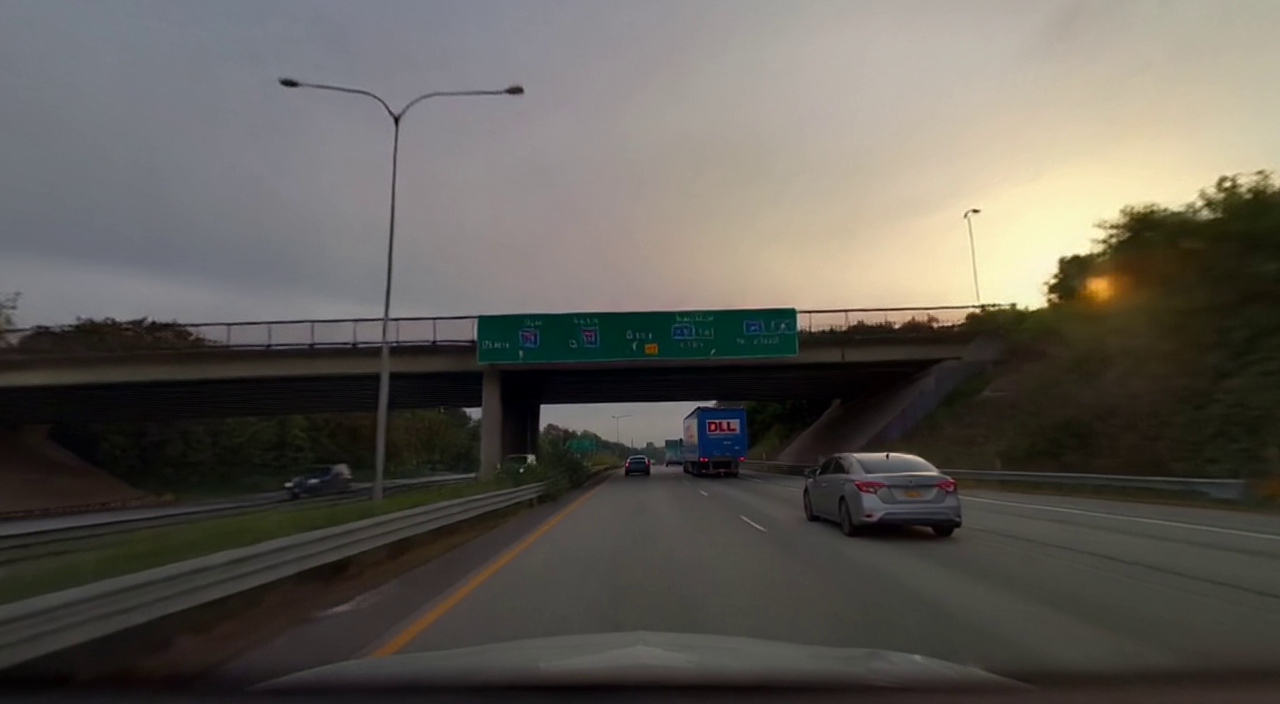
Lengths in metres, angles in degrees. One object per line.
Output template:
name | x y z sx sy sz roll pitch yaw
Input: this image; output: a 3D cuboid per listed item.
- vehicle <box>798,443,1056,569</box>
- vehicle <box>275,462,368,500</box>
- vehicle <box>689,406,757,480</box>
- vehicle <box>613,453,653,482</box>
vehicle | 3.920 2.147 9.574 1.894 1.452 4.164 0 -9 -1
vehicle | -14.110 5.724 28.260 1.831 1.464 4.303 -1 -9 2
vehicle | 4.784 5.521 38.107 2.838 3.985 8.010 0 -9 -1
vehicle | -0.385 6.277 34.495 2.055 1.445 3.661 0 -9 -1
